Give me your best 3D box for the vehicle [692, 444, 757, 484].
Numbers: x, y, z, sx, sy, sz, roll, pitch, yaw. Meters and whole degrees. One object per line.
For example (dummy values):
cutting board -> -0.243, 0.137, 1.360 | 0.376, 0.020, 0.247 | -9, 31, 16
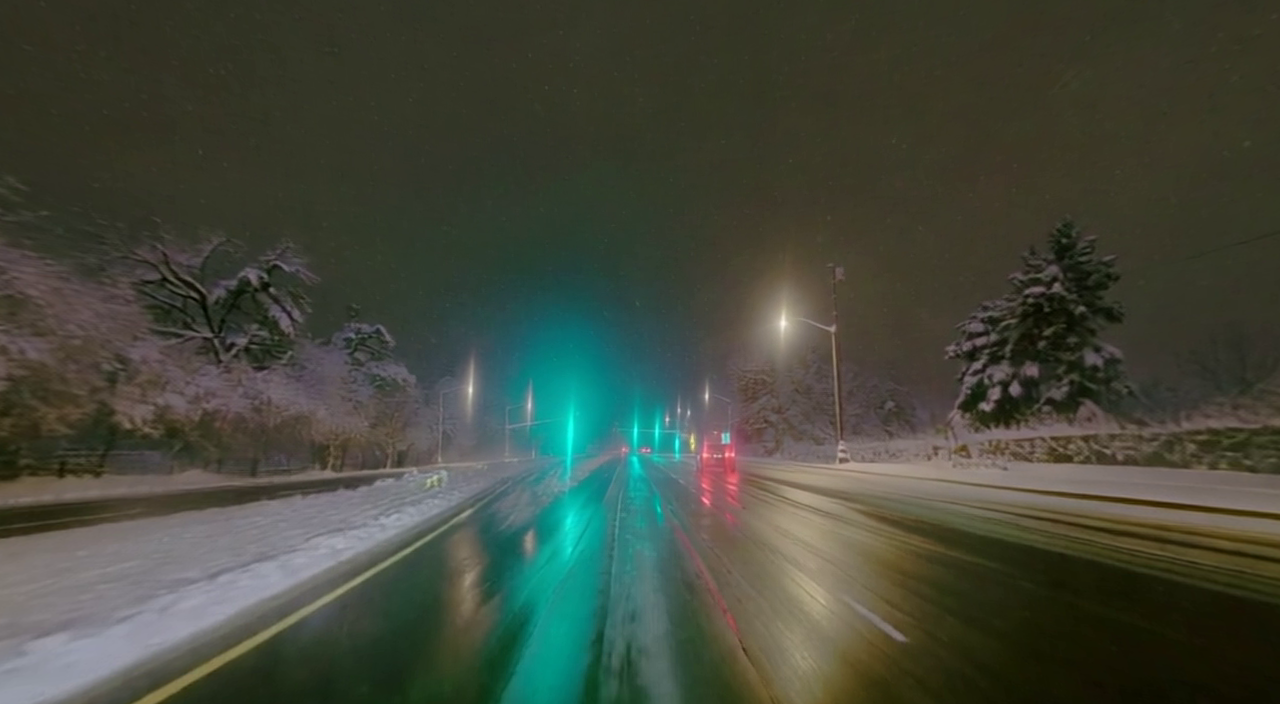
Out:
vehicle -> 3.364, 4.541, 25.960 | 1.948, 1.479, 4.620 | 0, -8, -1
